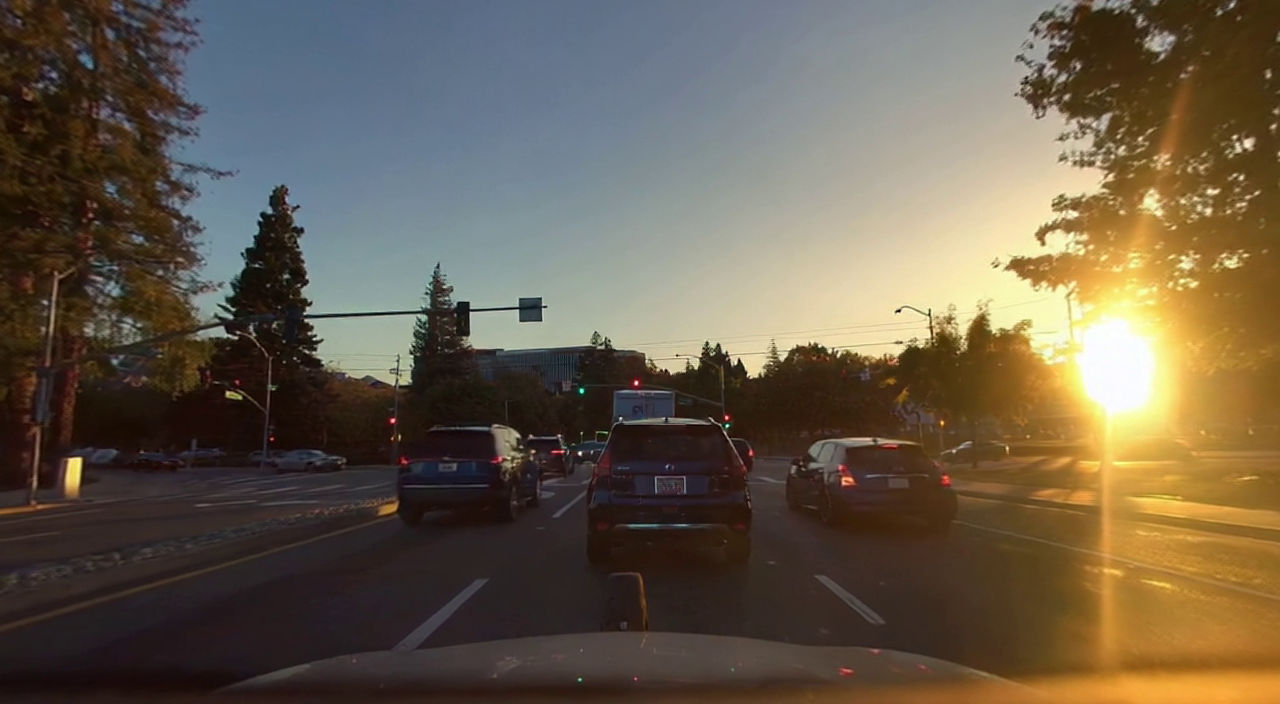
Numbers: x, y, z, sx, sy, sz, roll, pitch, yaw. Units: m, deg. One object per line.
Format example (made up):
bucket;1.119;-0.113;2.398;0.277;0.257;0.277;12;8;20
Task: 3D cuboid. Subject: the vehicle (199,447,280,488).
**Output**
vehicle;-17.578;4.988;27.583;4.395;1.636;1.926;-8;-12;44

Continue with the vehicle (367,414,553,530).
vehicle;-3.207;2.270;12.506;2.209;1.828;4.847;0;-9;0

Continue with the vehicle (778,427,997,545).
vehicle;3.815;2.120;10.635;1.954;1.592;3.992;0;-8;-2

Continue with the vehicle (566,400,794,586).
vehicle;0.374;1.669;8.274;2.172;1.764;4.338;0;-8;0
